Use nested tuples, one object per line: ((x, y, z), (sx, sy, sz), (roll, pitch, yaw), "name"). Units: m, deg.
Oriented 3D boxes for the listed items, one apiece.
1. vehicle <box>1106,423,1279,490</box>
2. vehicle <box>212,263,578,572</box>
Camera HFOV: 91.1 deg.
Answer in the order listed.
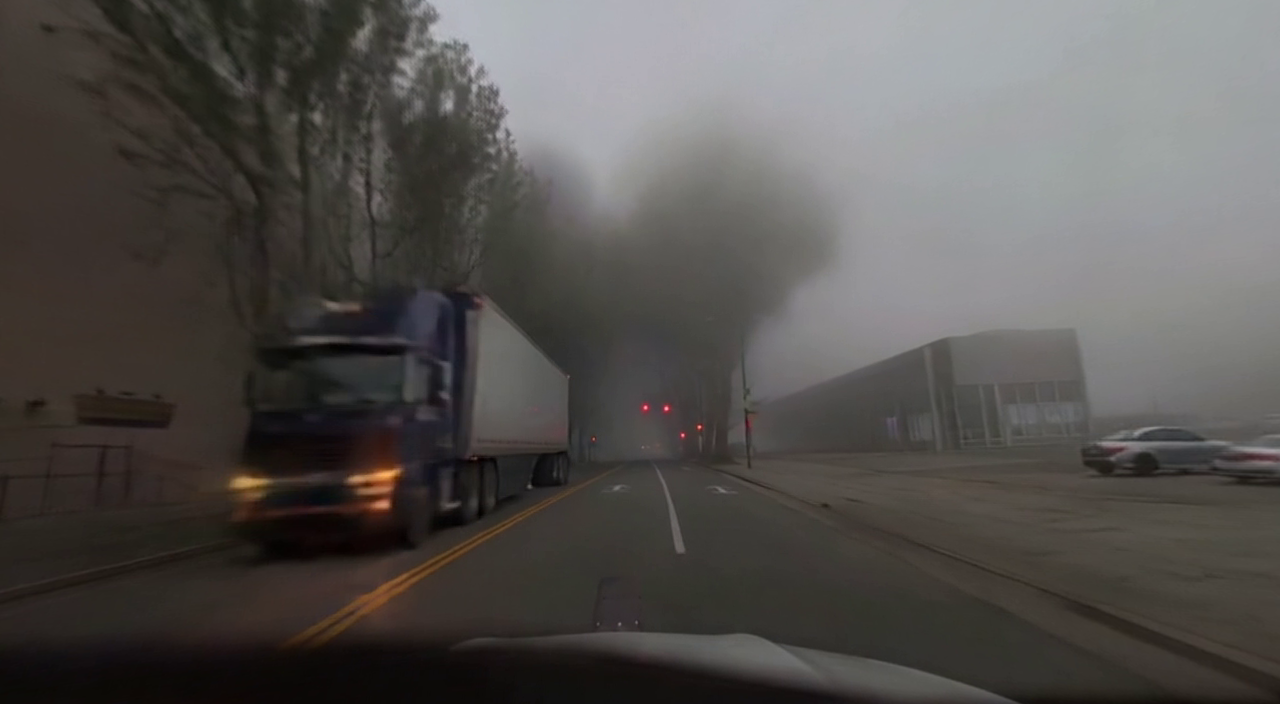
((17.102, 3.126, 18.622), (4.763, 1.808, 2.135), (1, -11, 1), "vehicle")
((-4.141, 2.022, 16.505), (3.160, 4.343, 15.392), (-1, -9, 1), "vehicle")
